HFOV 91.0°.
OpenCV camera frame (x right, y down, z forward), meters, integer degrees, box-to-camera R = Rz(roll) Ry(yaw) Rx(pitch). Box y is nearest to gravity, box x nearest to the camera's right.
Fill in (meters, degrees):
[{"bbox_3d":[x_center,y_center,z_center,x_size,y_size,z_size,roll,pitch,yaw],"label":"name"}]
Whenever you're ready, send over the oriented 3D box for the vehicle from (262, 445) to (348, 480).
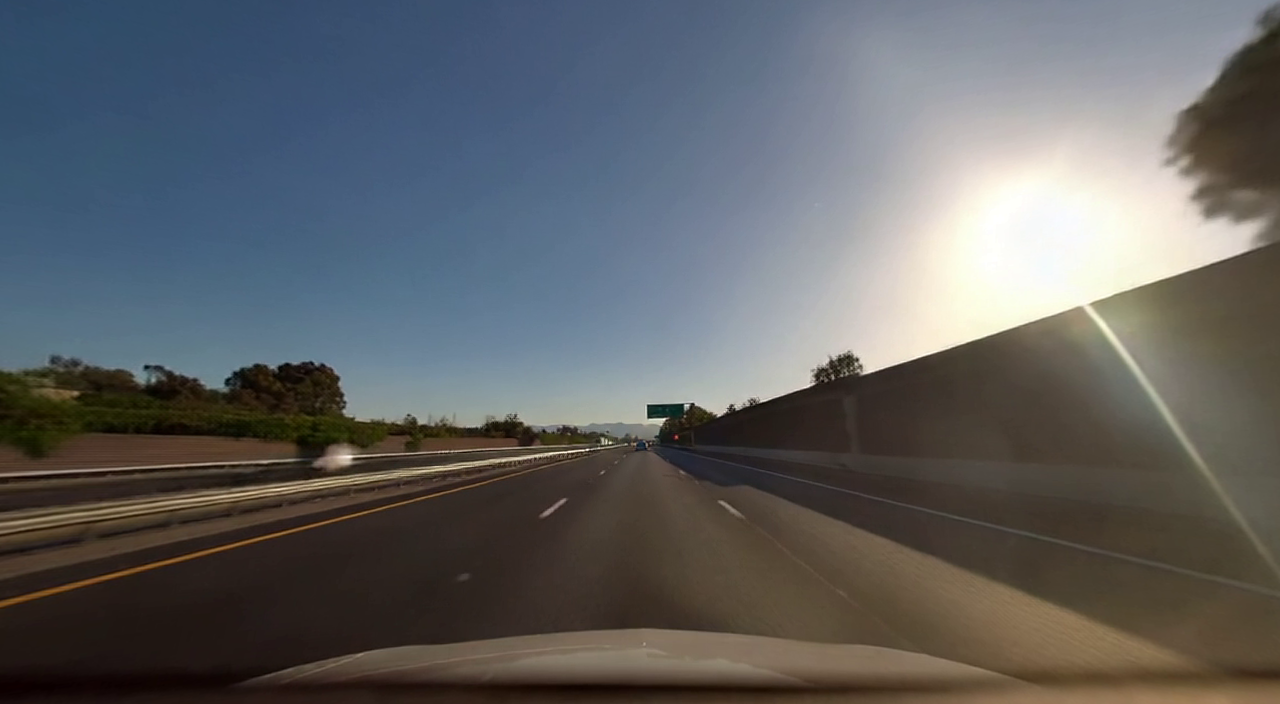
[{"bbox_3d":[-16.729,5.511,31.678,1.893,1.617,4.251,0,-8,1],"label":"vehicle"}]
